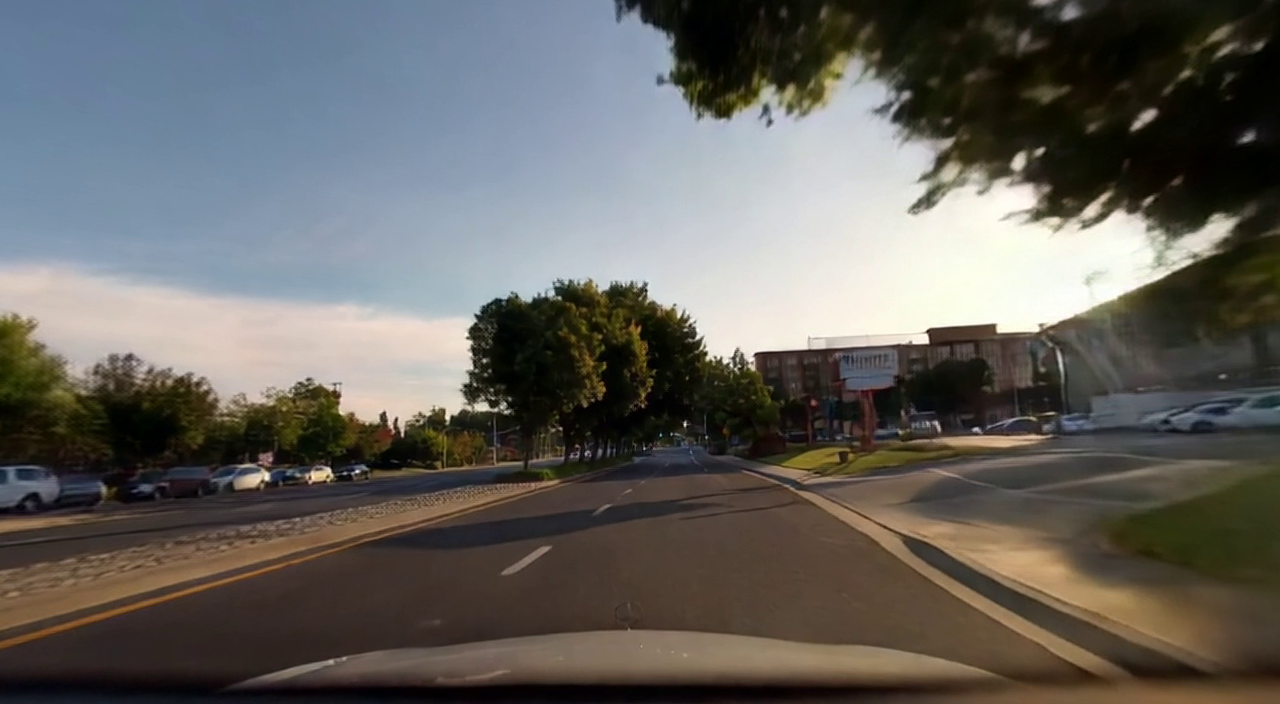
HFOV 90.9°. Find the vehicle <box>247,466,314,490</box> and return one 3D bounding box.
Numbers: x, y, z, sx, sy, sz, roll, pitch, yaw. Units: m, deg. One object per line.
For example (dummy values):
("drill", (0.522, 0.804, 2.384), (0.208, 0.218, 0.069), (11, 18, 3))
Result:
("vehicle", (-24.471, 8.580, 43.062), (1.827, 1.370, 4.191), (-1, -8, 6))

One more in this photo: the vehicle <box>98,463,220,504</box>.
("vehicle", (-22.585, 6.162, 29.872), (1.918, 1.503, 4.632), (-6, -10, 4))
